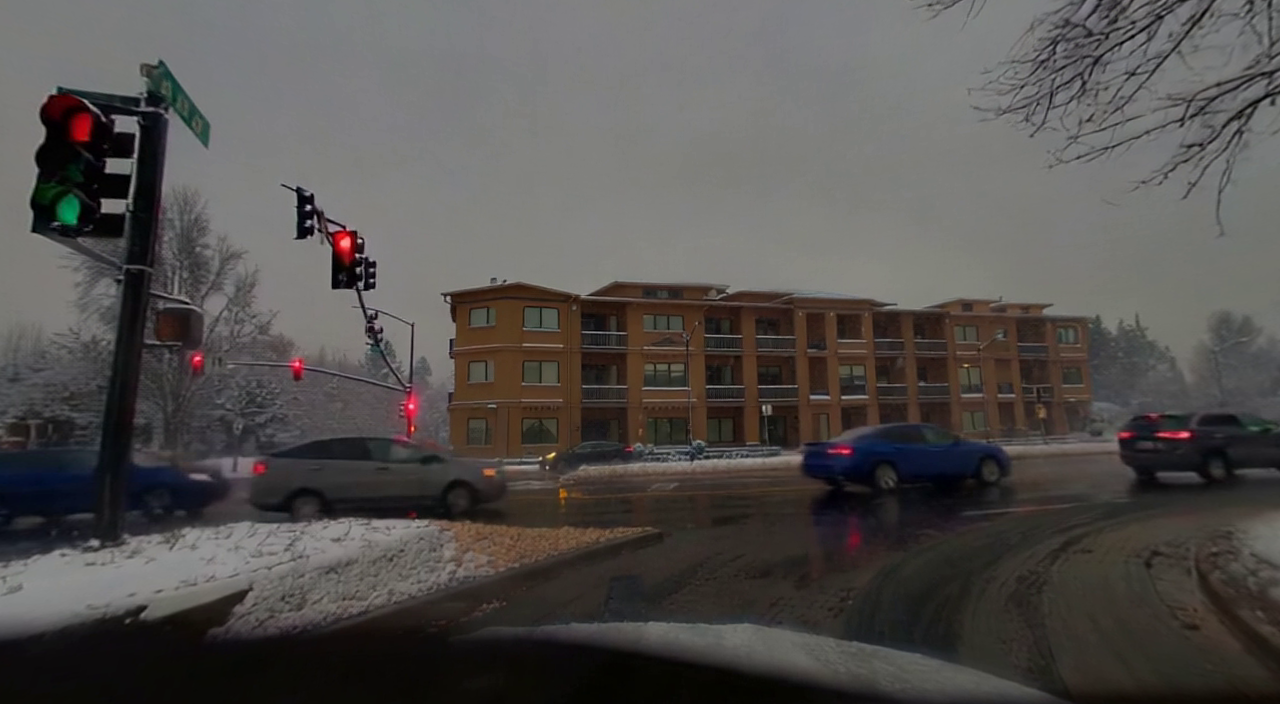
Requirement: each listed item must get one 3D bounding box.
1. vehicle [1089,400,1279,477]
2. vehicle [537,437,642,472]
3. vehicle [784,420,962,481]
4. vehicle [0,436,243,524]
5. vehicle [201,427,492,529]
[{"bbox_3d":[15.758,2.399,17.463,5.554,1.911,2.225,2,-9,-15],"label":"vehicle"},{"bbox_3d":[-2.214,4.462,27.648,4.289,1.415,1.774,2,-9,-17],"label":"vehicle"},{"bbox_3d":[7.037,2.969,19.192,4.719,1.671,1.985,2,-9,-16],"label":"vehicle"},{"bbox_3d":[-11.541,2.660,13.478,4.711,1.688,1.915,2,-9,-16],"label":"vehicle"},{"bbox_3d":[-5.224,2.286,11.938,4.581,1.650,1.958,2,-9,-16],"label":"vehicle"}]
